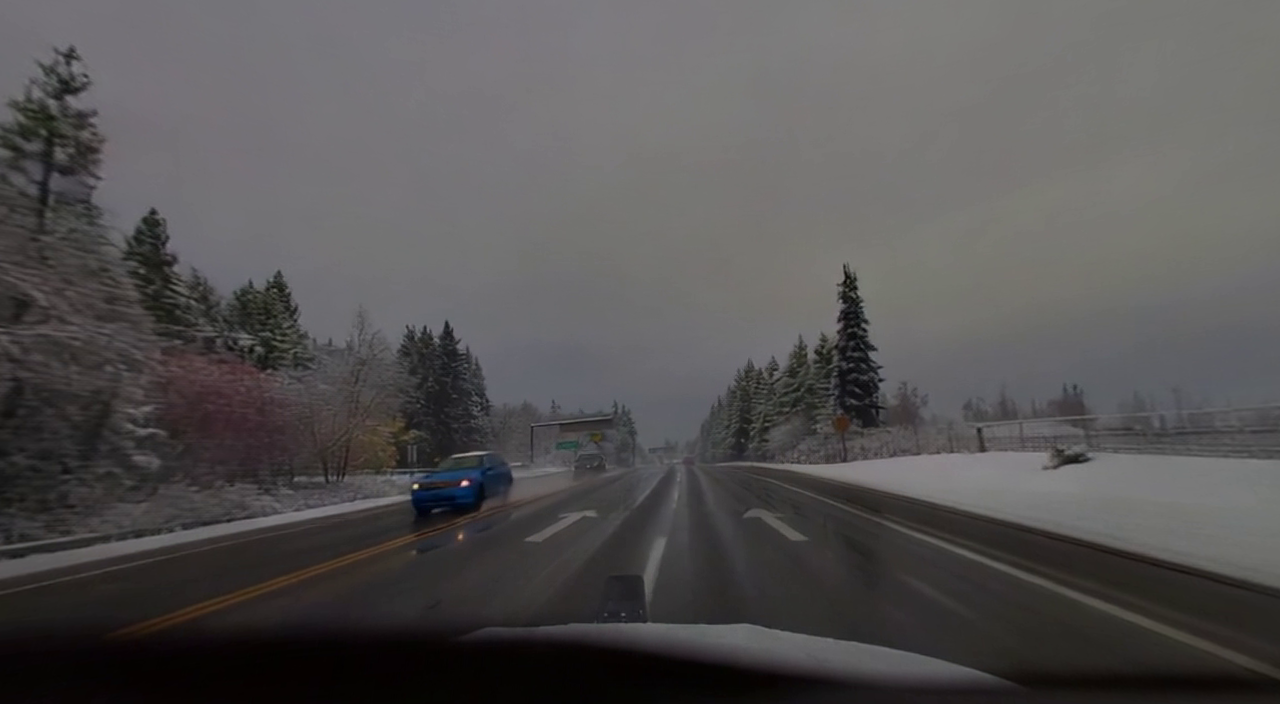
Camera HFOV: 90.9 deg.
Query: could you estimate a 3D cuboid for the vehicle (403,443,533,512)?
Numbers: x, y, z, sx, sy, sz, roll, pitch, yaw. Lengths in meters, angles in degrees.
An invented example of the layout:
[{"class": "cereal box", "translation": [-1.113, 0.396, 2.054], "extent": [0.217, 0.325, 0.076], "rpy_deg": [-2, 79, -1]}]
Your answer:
[{"class": "vehicle", "translation": [-4.644, 3.458, 17.845], "extent": [2.095, 1.678, 4.421], "rpy_deg": [-1, -9, 5]}]
